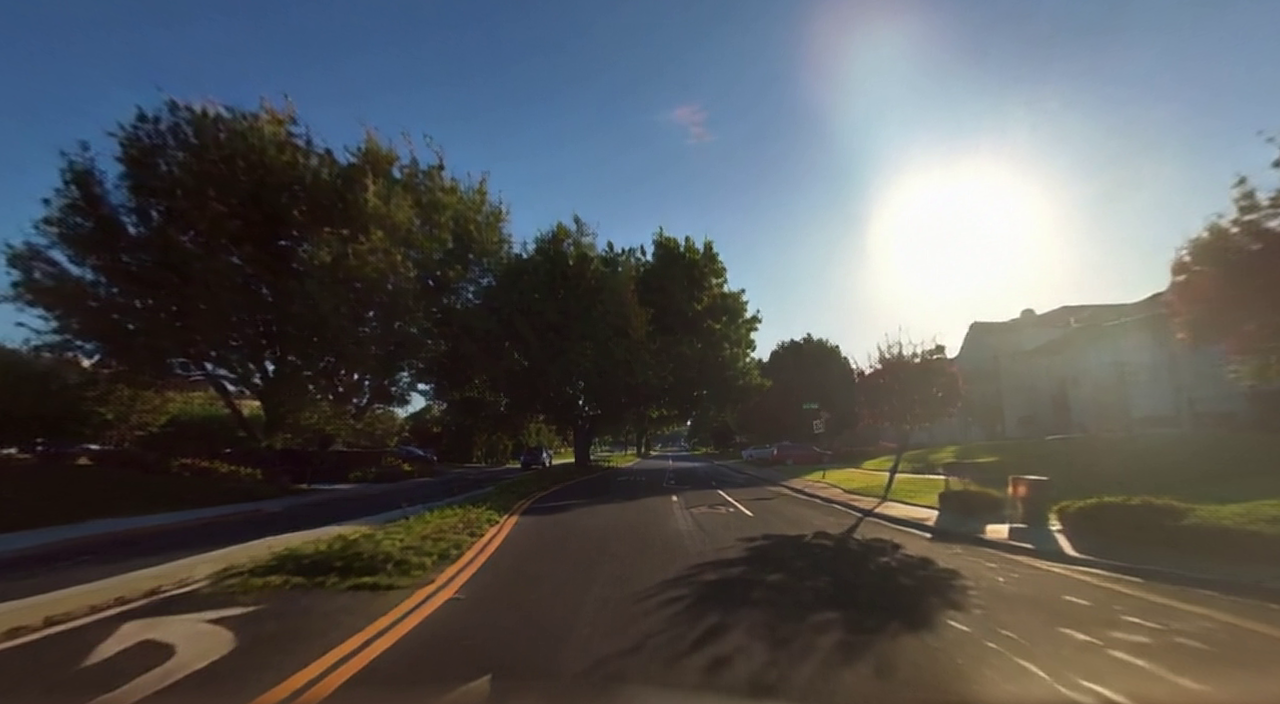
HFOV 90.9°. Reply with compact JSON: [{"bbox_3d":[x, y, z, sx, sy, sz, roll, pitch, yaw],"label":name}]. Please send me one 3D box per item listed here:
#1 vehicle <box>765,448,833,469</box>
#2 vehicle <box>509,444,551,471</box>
[{"bbox_3d":[11.441,7.658,45.492,4.460,1.456,1.804,0,-9,3],"label":"vehicle"},{"bbox_3d":[-8.068,7.784,46.692,2.142,1.723,4.275,-3,-8,2],"label":"vehicle"}]
